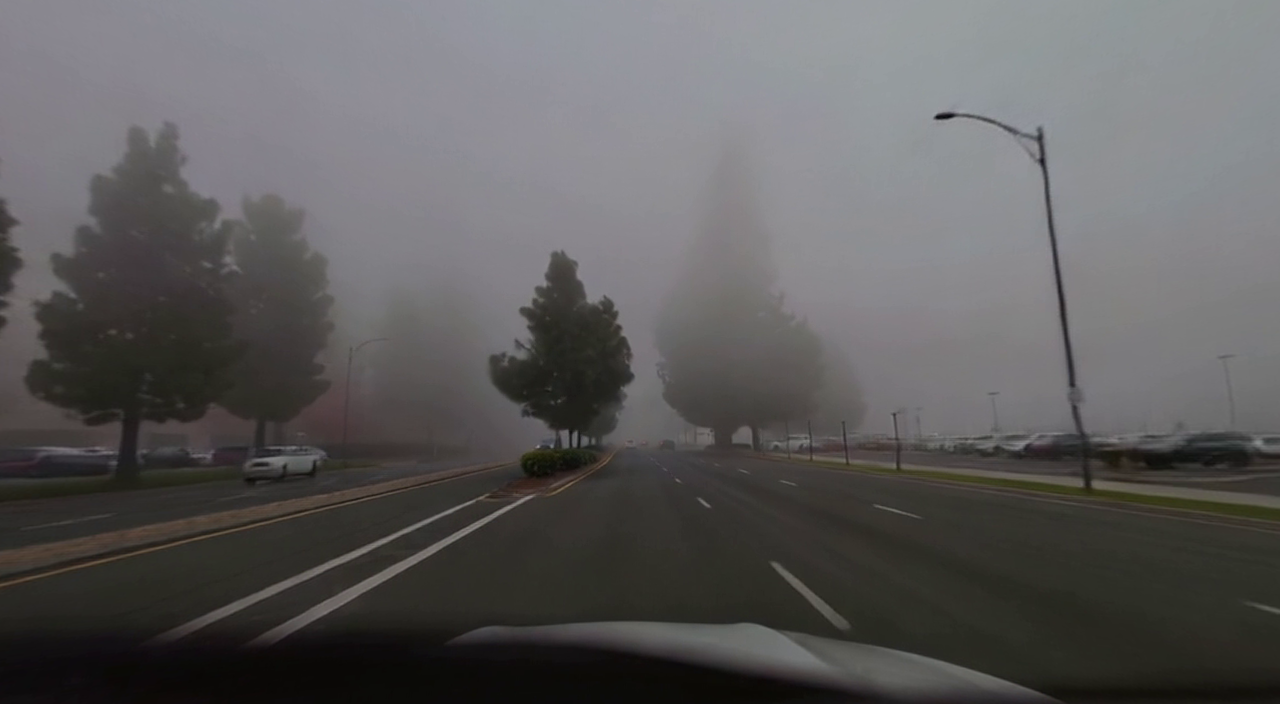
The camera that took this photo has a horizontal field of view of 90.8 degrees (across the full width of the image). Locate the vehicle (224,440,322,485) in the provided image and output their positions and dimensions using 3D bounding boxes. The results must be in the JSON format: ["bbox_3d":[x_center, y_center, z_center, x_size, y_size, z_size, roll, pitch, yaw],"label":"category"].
[{"bbox_3d":[-18.477,5.539,32.142,2.178,1.947,5.078,-3,-8,-3],"label":"vehicle"}]

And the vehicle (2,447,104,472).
[{"bbox_3d":[-39.377,7.186,42.431,4.819,1.509,1.921,-1,-8,-2],"label":"vehicle"}]
